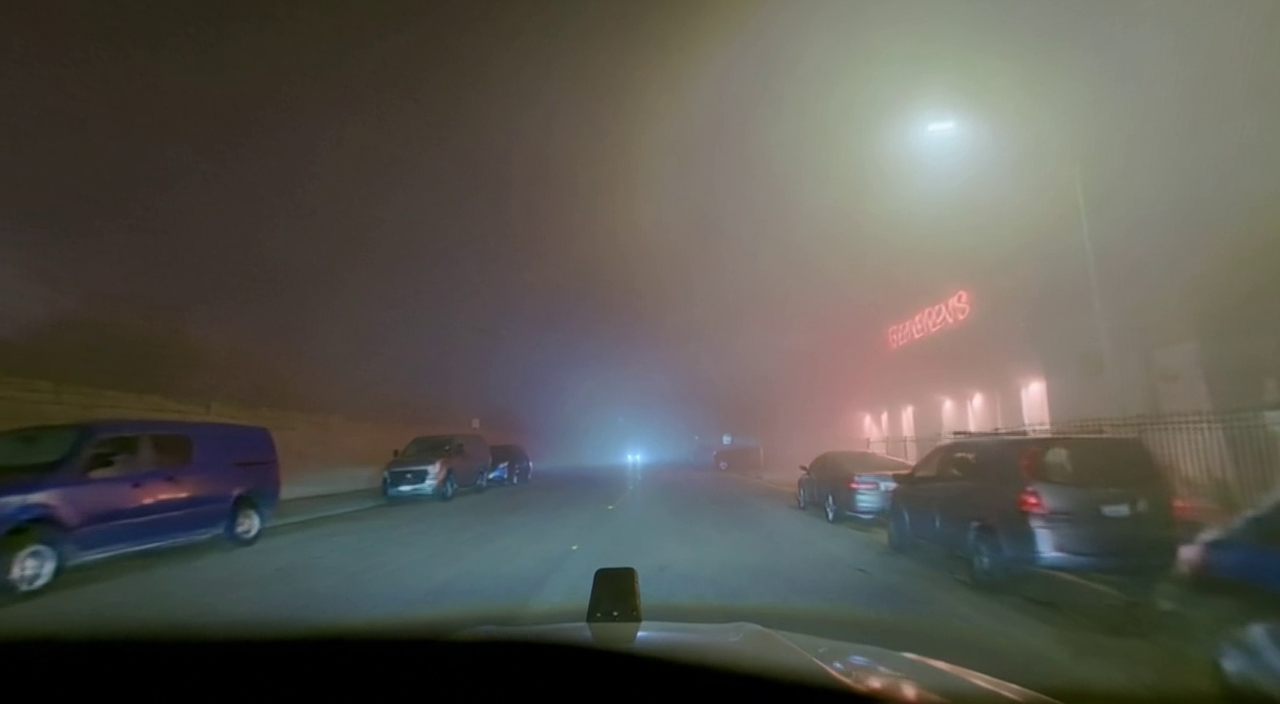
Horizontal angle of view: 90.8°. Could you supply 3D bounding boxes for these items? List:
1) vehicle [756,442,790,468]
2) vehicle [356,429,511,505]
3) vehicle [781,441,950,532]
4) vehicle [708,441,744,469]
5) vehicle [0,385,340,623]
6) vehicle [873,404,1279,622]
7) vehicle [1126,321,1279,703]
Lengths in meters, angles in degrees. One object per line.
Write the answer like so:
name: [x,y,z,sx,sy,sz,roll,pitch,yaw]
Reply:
vehicle: [10.000,7.771,47.609,1.911,1.685,3.764,2,-12,3]
vehicle: [-5.917,3.374,19.182,2.504,1.919,5.658,-1,-8,3]
vehicle: [4.571,2.745,13.695,2.050,1.475,4.613,1,-7,1]
vehicle: [6.239,7.503,46.454,2.158,1.900,5.376,0,-8,3]
vehicle: [-6.365,1.671,7.951,2.304,1.937,5.720,-1,-8,1]
vehicle: [4.561,1.666,7.584,1.941,1.810,4.364,0,-8,2]
vehicle: [4.251,0.593,1.026,2.327,2.021,5.850,1,-8,1]
